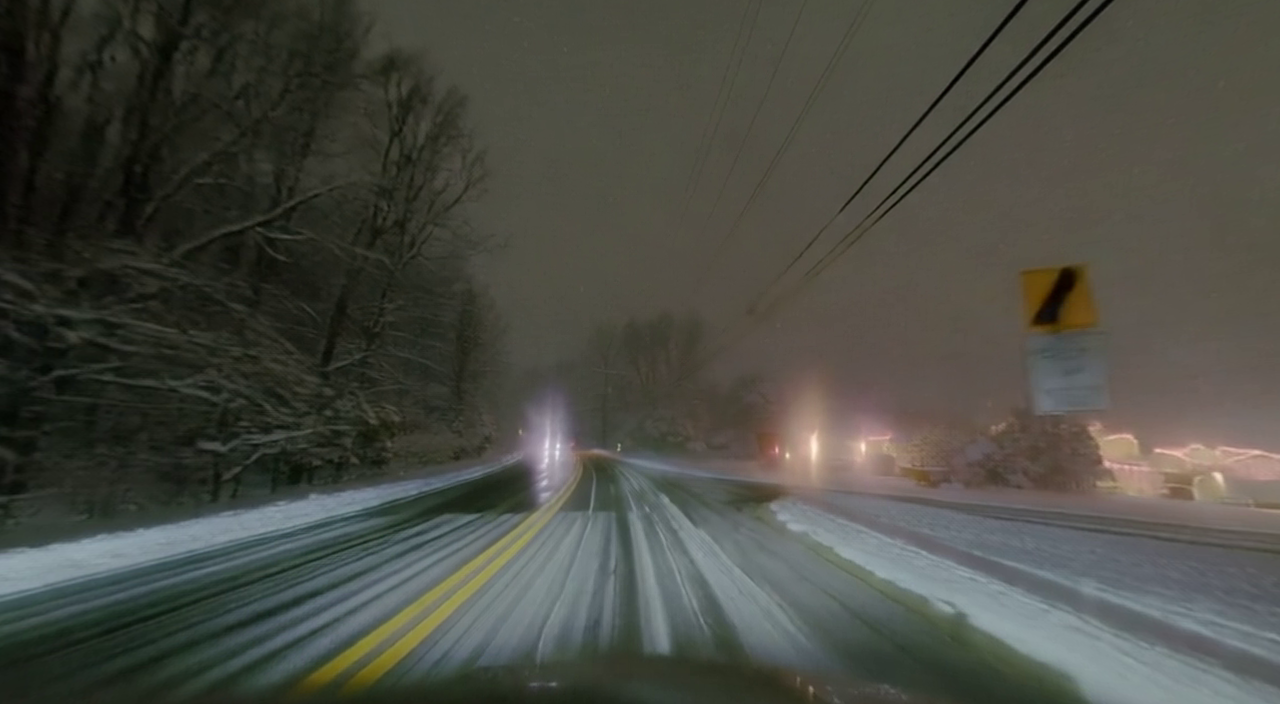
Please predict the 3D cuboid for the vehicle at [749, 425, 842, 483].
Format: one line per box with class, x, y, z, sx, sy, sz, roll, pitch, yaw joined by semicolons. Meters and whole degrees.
vehicle;11.010;7.216;44.719;5.297;3.064;2.935;11;-6;-17
